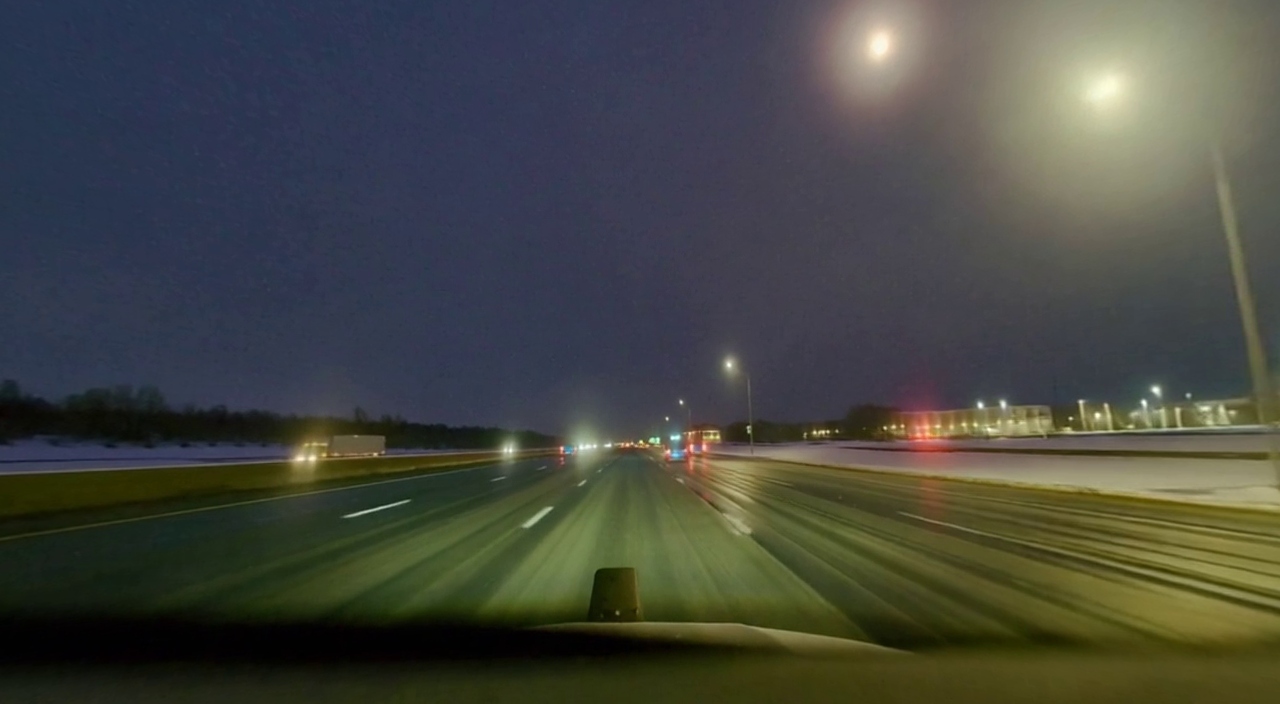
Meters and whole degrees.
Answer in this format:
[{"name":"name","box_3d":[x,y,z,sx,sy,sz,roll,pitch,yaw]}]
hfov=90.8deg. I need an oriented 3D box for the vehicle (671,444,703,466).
[{"name":"vehicle","box_3d":[3.395,7.493,46.285,2.000,1.533,3.770,0,-8,-1]}]
